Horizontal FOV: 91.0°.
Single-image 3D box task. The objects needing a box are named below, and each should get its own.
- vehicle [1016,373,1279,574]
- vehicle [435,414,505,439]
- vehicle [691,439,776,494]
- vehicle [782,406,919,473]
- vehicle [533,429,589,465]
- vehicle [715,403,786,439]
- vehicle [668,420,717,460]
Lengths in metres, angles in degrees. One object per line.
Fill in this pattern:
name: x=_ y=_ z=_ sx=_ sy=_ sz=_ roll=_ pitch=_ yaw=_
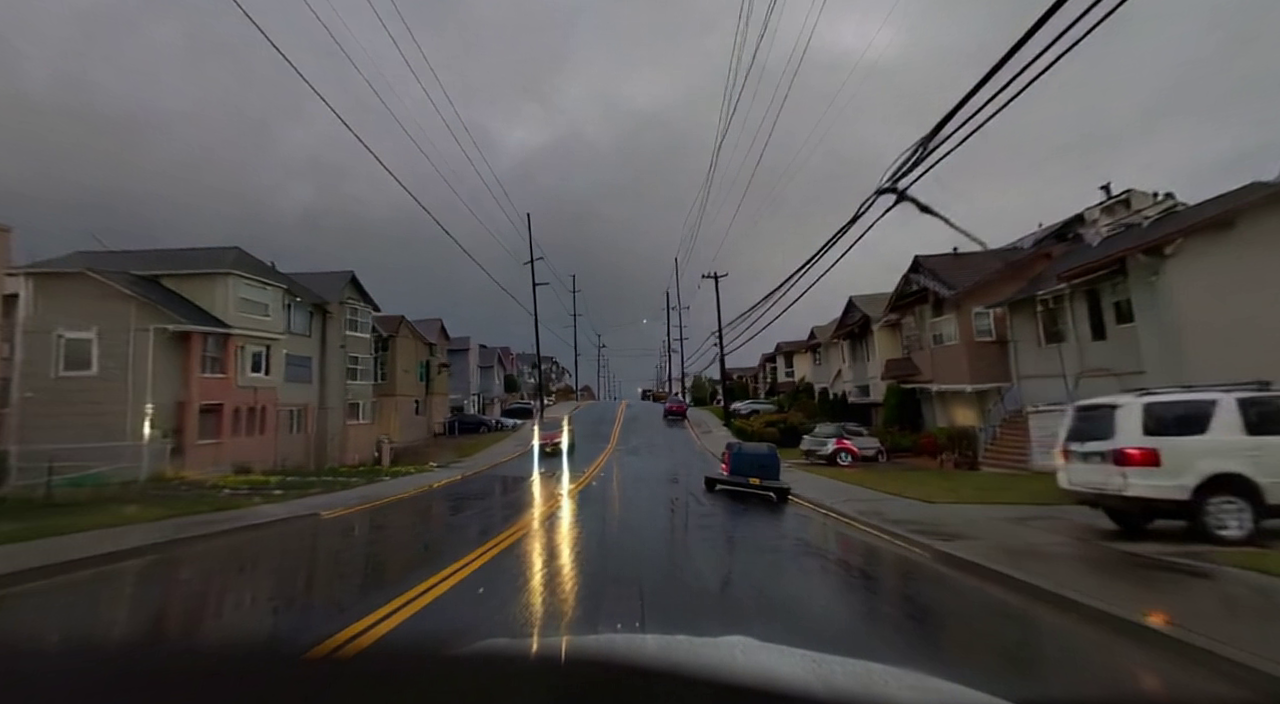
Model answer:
vehicle: x=7.875 y=1.162 z=7.268 sx=5.512 sy=1.846 sz=2.115 roll=-5 pitch=-9 yaw=1
vehicle: x=-12.535 y=5.528 z=46.677 sx=4.525 sy=1.797 sz=2.024 roll=-1 pitch=-9 yaw=4
vehicle: x=2.735 y=3.472 z=19.526 sx=2.063 sy=1.503 sz=4.415 roll=0 pitch=-9 yaw=2
vehicle: x=7.836 y=3.315 z=23.798 sx=4.286 sy=2.044 sz=1.913 roll=-5 pitch=-8 yaw=-1
vehicle: x=-3.880 y=4.710 z=31.718 sx=2.096 sy=1.542 sz=4.481 roll=0 pitch=-5 yaw=2
vehicle: x=8.046 y=5.096 z=46.288 sx=4.622 sy=1.826 sz=2.065 roll=-9 pitch=-9 yaw=0
vehicle: x=2.776 y=4.734 z=34.416 sx=2.211 sy=1.860 sz=4.813 roll=0 pitch=-5 yaw=-1
